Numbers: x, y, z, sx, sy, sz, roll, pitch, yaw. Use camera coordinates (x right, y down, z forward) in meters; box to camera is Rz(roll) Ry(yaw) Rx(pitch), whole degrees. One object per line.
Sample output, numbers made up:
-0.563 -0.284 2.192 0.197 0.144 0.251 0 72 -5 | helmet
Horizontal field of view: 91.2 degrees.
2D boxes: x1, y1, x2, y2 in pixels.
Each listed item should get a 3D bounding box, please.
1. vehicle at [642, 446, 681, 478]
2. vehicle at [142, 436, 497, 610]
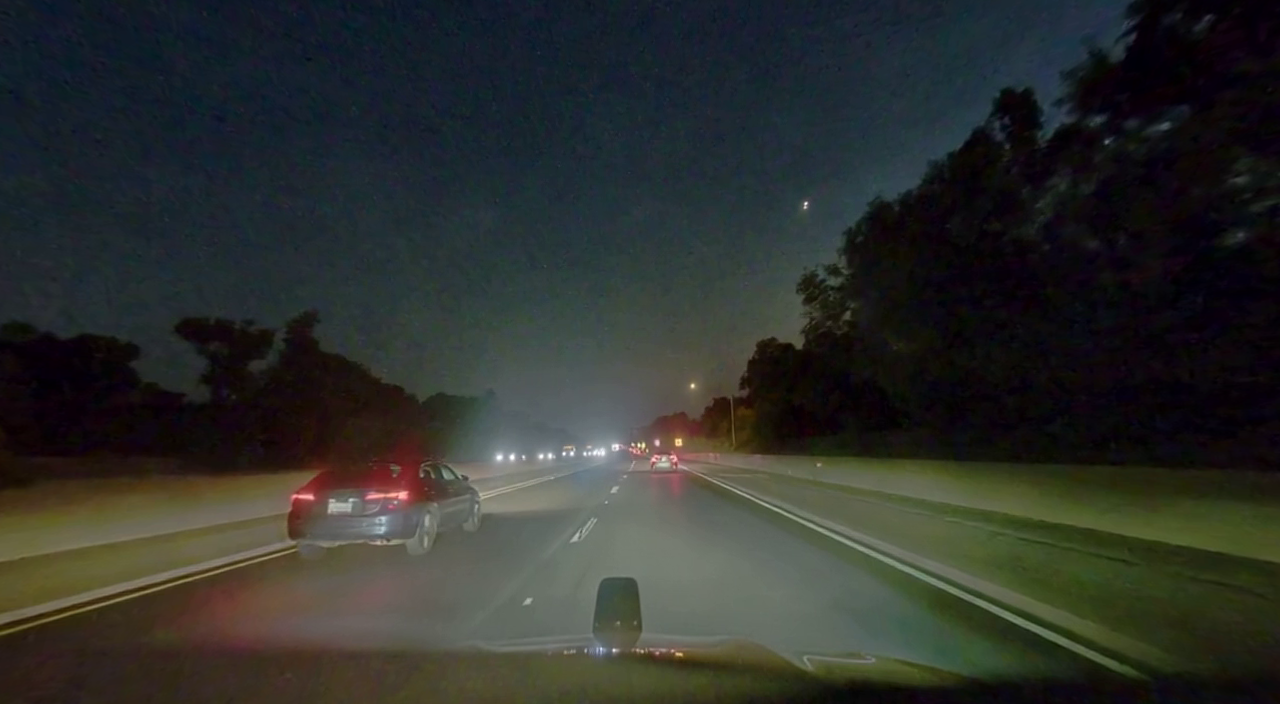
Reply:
1.084 5.787 33.065 1.910 1.554 3.718 0 -9 0 | vehicle
-3.251 1.807 7.556 2.013 1.479 4.169 0 -9 1 | vehicle
